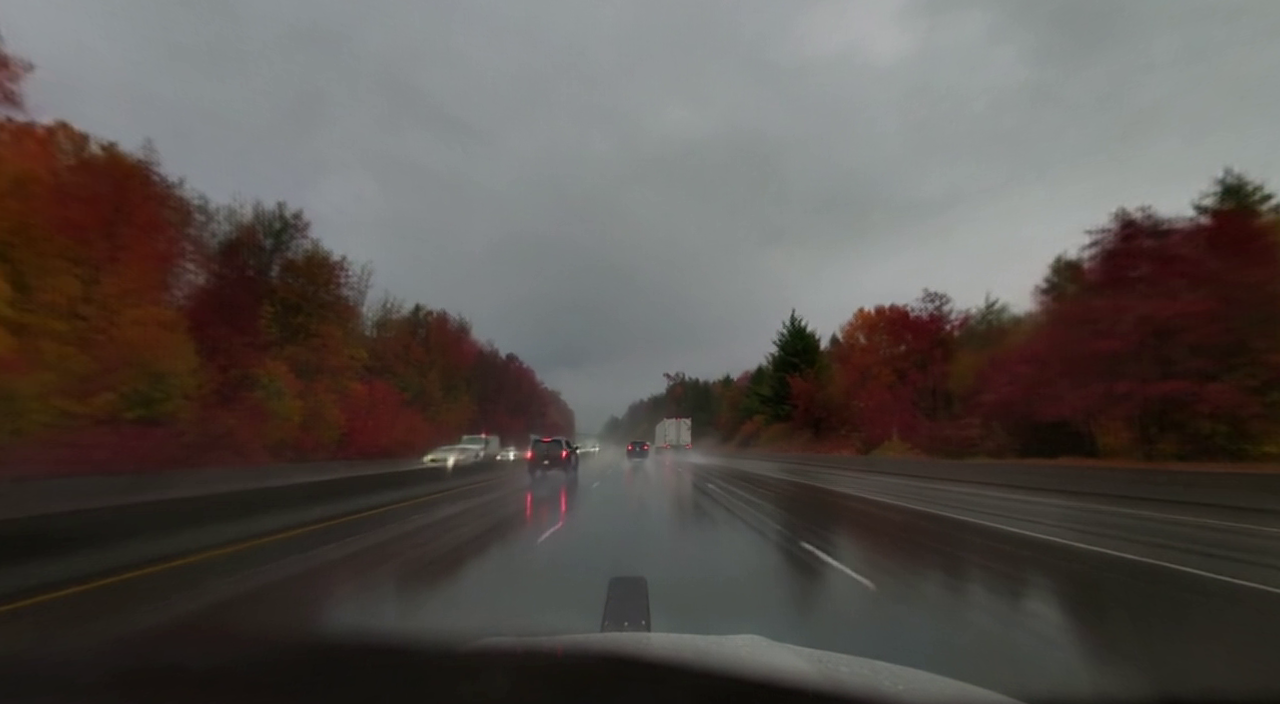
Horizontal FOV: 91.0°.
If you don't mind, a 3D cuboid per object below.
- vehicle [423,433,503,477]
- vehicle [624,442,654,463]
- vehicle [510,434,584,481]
[{"bbox_3d":[-6.874,4.024,24.862,1.845,1.577,3.968,-1,-8,2],"label":"vehicle"},{"bbox_3d":[-0.055,7.597,47.551,2.152,1.484,4.211,0,-8,0],"label":"vehicle"},{"bbox_3d":[-3.521,4.088,24.727,2.077,1.669,4.739,0,-8,1],"label":"vehicle"}]
